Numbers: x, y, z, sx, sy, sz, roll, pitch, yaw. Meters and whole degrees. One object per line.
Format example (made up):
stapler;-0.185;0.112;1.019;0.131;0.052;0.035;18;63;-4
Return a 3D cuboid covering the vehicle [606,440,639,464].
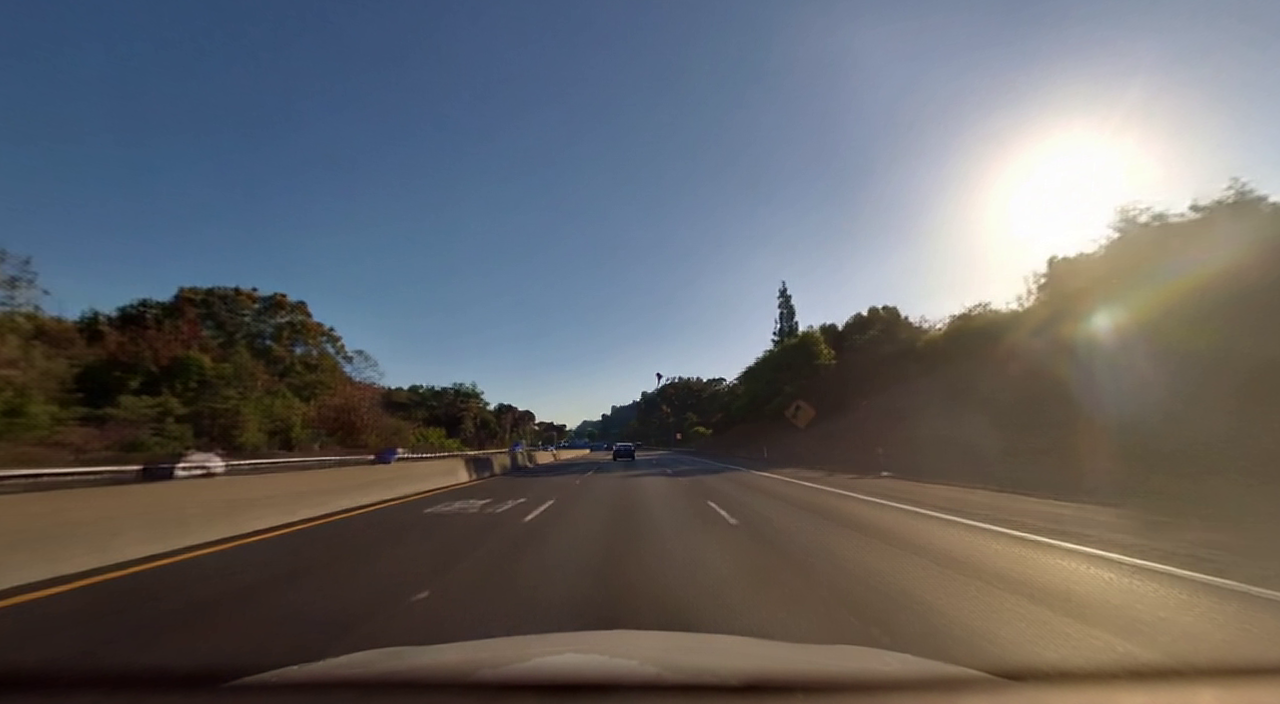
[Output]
vehicle;-1.184;6.880;43.529;2.158;1.562;4.373;0;-8;-1

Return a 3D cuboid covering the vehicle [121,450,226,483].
vehicle;-24.069;5.886;32.728;1.996;1.493;4.570;0;-8;-1
